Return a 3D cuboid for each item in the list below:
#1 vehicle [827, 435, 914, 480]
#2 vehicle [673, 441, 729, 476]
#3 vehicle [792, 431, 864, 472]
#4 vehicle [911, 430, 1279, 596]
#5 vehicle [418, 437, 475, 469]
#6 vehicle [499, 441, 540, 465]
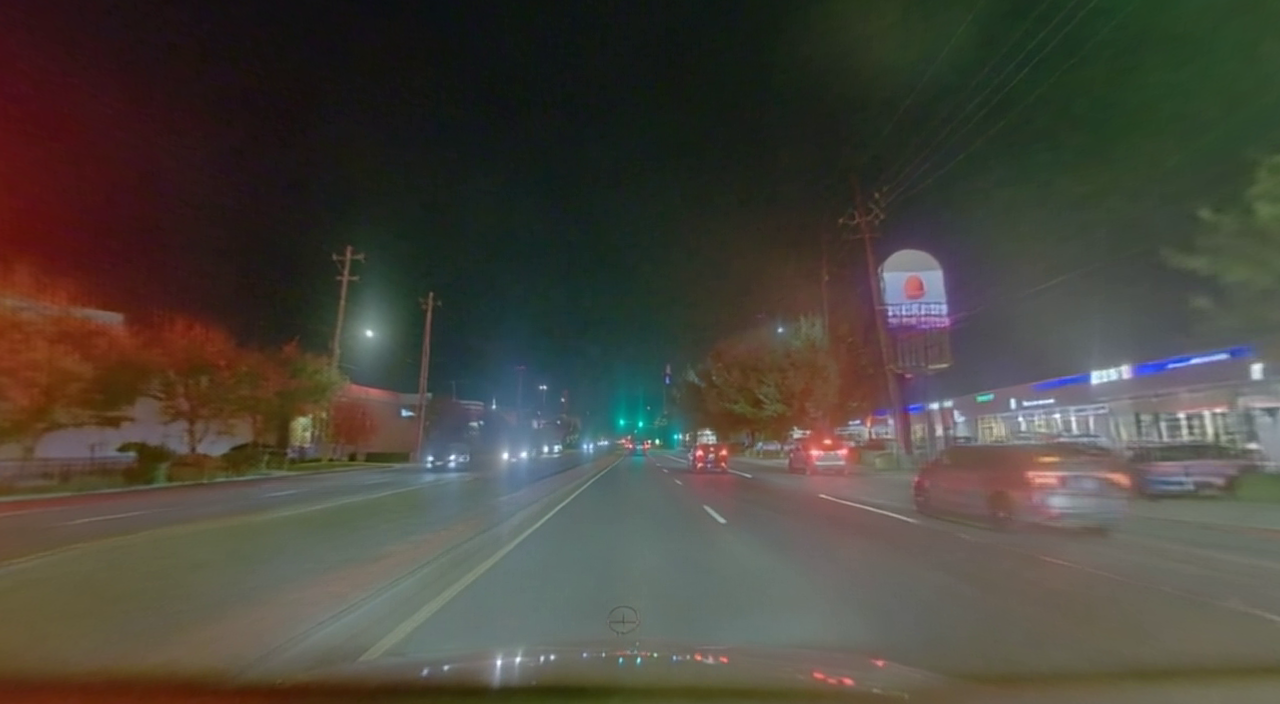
[{"bbox_3d":[10.334,4.756,28.821,2.045,1.831,5.000,0,-8,0],"label":"vehicle"},{"bbox_3d":[2.769,4.951,29.668,2.099,1.463,4.365,0,-8,-1],"label":"vehicle"},{"bbox_3d":[10.344,5.534,35.338,2.154,2.099,5.756,0,-8,-1],"label":"vehicle"},{"bbox_3d":[5.876,1.827,8.275,2.072,1.491,4.753,1,-8,-7],"label":"vehicle"},{"bbox_3d":[-11.864,6.224,39.057,2.040,1.823,4.600,0,-8,0],"label":"vehicle"},{"bbox_3d":[-8.612,7.234,45.434,2.023,1.579,4.526,0,-8,1],"label":"vehicle"}]
